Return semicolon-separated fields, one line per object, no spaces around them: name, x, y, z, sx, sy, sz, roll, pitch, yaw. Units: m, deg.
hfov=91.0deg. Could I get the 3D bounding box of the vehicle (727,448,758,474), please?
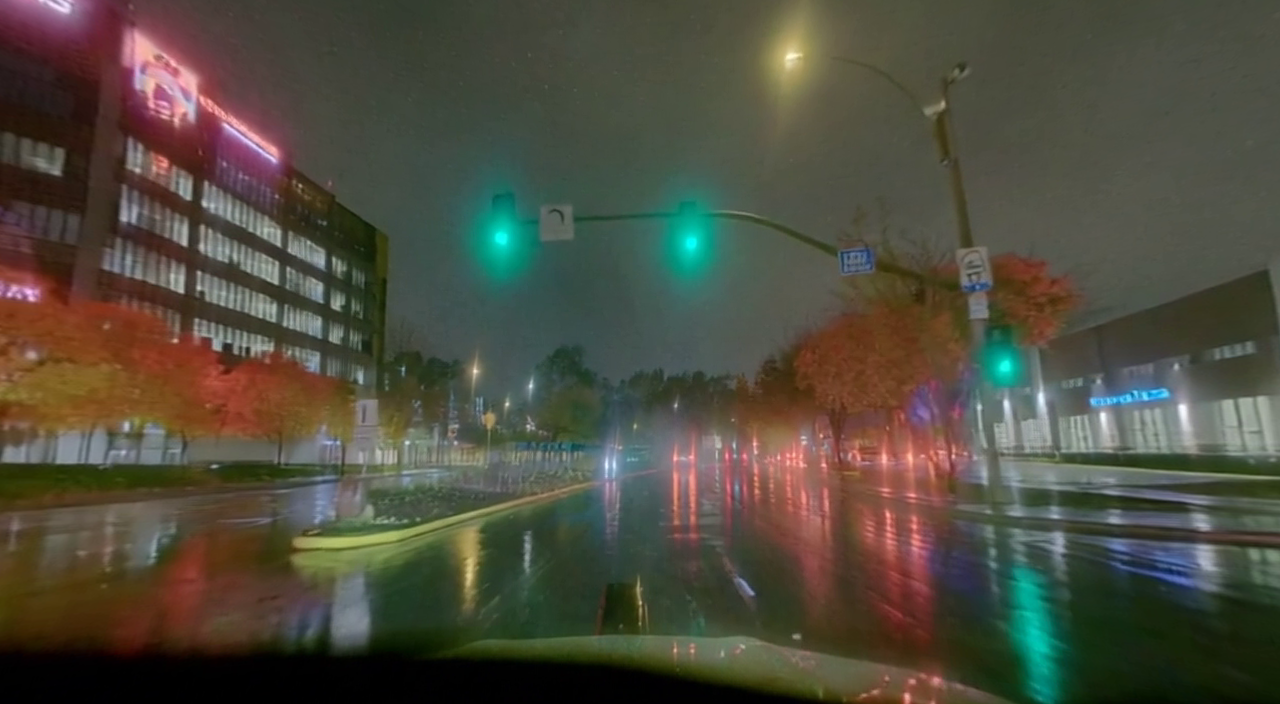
vehicle;7.616;8.120;47.172;2.174;1.749;4.739;-1;-9;8
